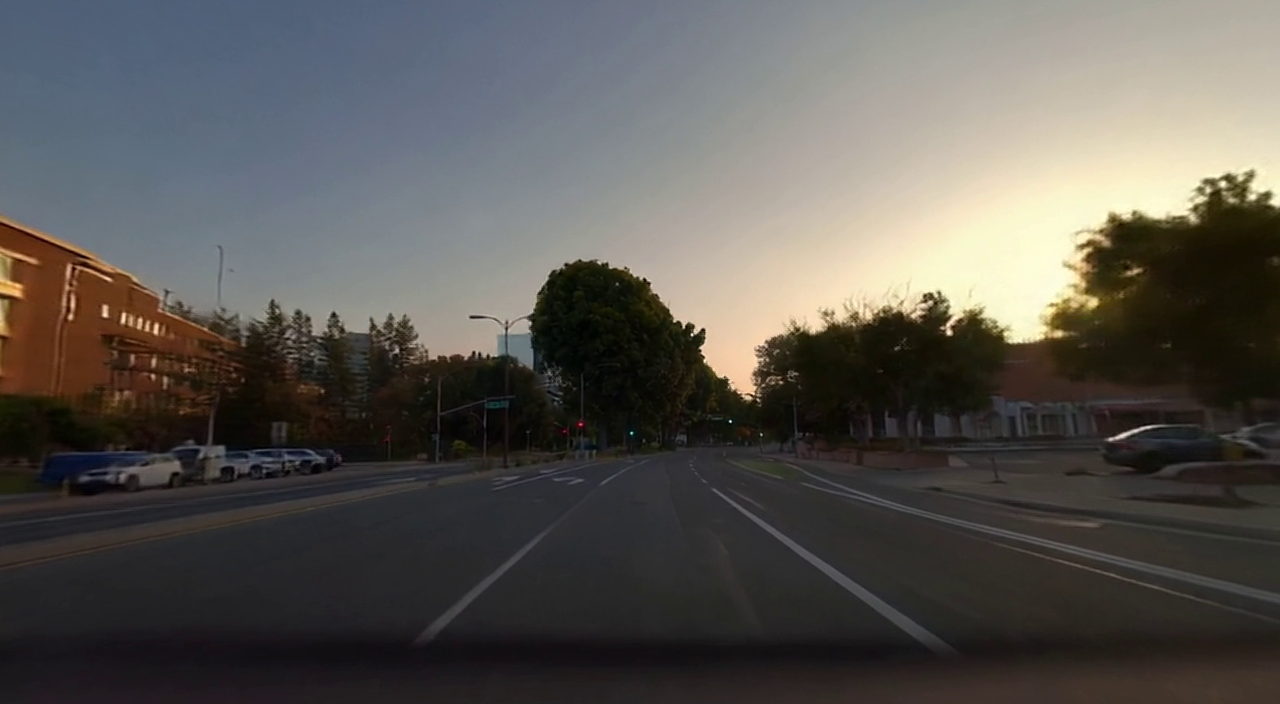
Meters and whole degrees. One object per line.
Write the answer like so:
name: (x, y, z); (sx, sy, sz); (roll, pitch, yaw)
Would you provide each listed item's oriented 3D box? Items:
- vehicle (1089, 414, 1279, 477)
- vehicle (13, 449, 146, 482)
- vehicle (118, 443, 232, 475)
vehicle: (19.157, 3.327, 22.375); (2.074, 1.959, 4.793); (3, -9, -19)
vehicle: (-29.113, 5.888, 32.944); (4.913, 1.677, 2.032); (0, -9, -2)
vehicle: (-28.422, 6.548, 38.737); (5.248, 1.758, 2.122); (-1, -8, -2)
